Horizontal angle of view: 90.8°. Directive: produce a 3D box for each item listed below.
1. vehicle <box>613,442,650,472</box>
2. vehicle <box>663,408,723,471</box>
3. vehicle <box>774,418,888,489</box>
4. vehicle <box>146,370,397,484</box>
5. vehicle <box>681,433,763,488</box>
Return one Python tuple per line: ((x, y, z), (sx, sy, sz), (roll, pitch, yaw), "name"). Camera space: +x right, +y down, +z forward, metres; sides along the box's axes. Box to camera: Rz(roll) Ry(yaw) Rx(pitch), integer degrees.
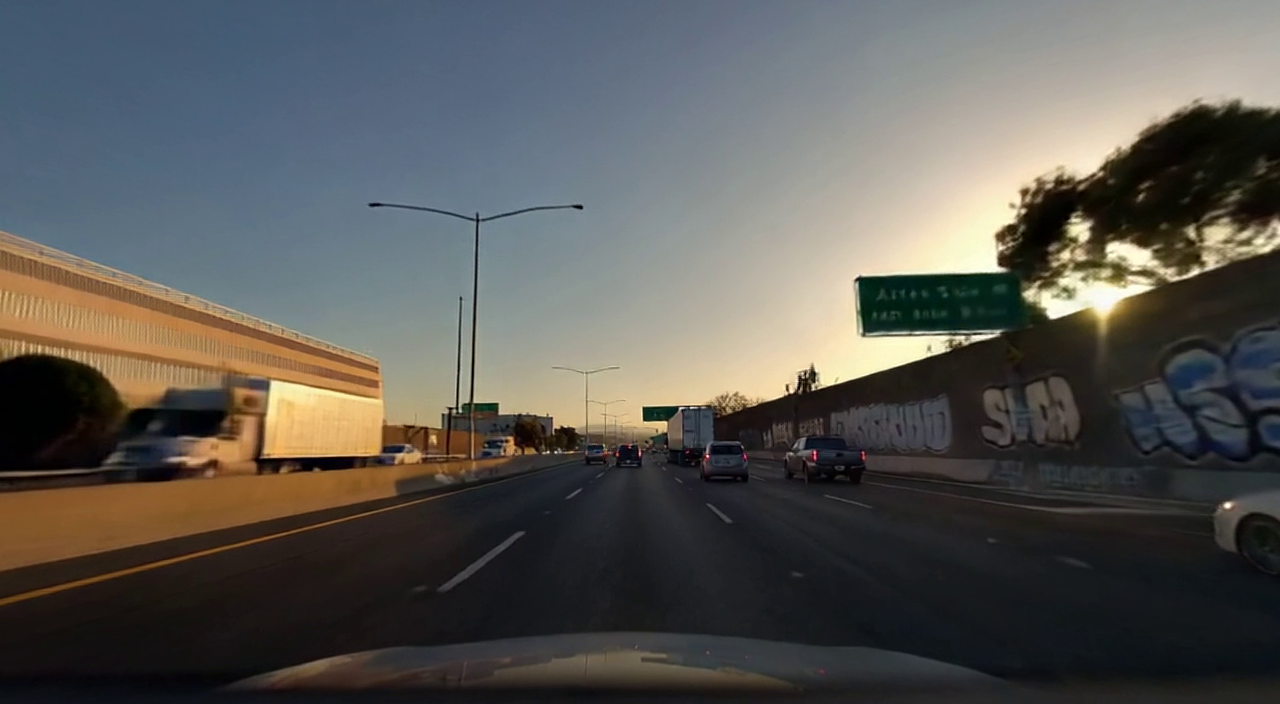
((-0.510, 6.144, 37.112), (2.073, 1.640, 3.990), (0, -9, -1), "vehicle")
((3.422, 6.141, 43.805), (2.976, 3.806, 10.591), (0, -9, -2), "vehicle")
((7.147, 3.928, 24.629), (2.322, 2.360, 6.433), (0, -9, -1), "vehicle")
((-14.064, 3.303, 26.257), (3.011, 3.586, 12.393), (0, -9, 0), "vehicle")
((2.967, 4.111, 24.228), (2.249, 1.843, 5.176), (0, -9, -2), "vehicle")
